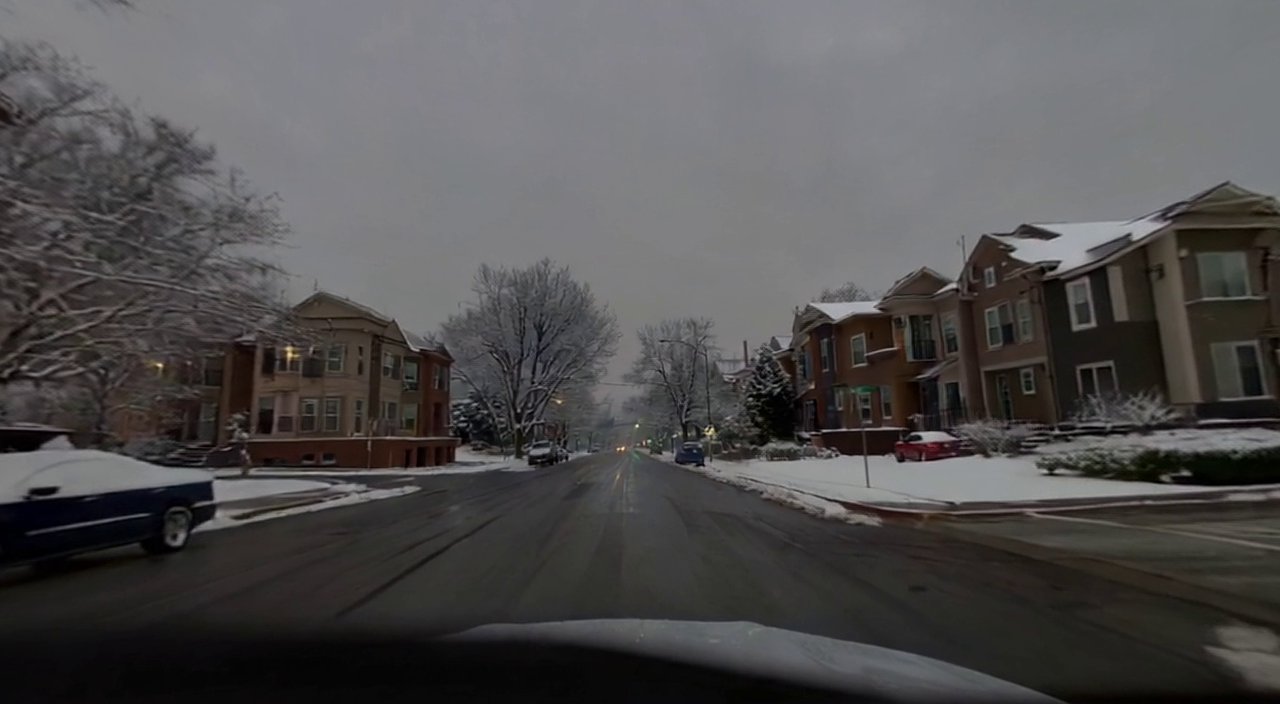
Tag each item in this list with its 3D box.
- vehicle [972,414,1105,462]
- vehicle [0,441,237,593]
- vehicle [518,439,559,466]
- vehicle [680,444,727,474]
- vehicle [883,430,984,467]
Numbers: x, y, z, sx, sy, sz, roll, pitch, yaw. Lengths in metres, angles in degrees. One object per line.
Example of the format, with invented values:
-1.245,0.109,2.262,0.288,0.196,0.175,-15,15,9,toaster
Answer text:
18.070,4.018,29.028,2.315,1.991,5.686,0,-9,-1,vehicle
-7.210,1.831,7.299,1.912,1.466,4.754,-2,-9,0,vehicle
-7.838,7.841,49.234,2.230,2.025,4.977,0,-9,1,vehicle
3.356,5.763,34.180,1.956,1.468,4.698,1,-9,-2,vehicle
13.122,4.386,28.538,2.068,1.522,4.810,1,-9,-2,vehicle
